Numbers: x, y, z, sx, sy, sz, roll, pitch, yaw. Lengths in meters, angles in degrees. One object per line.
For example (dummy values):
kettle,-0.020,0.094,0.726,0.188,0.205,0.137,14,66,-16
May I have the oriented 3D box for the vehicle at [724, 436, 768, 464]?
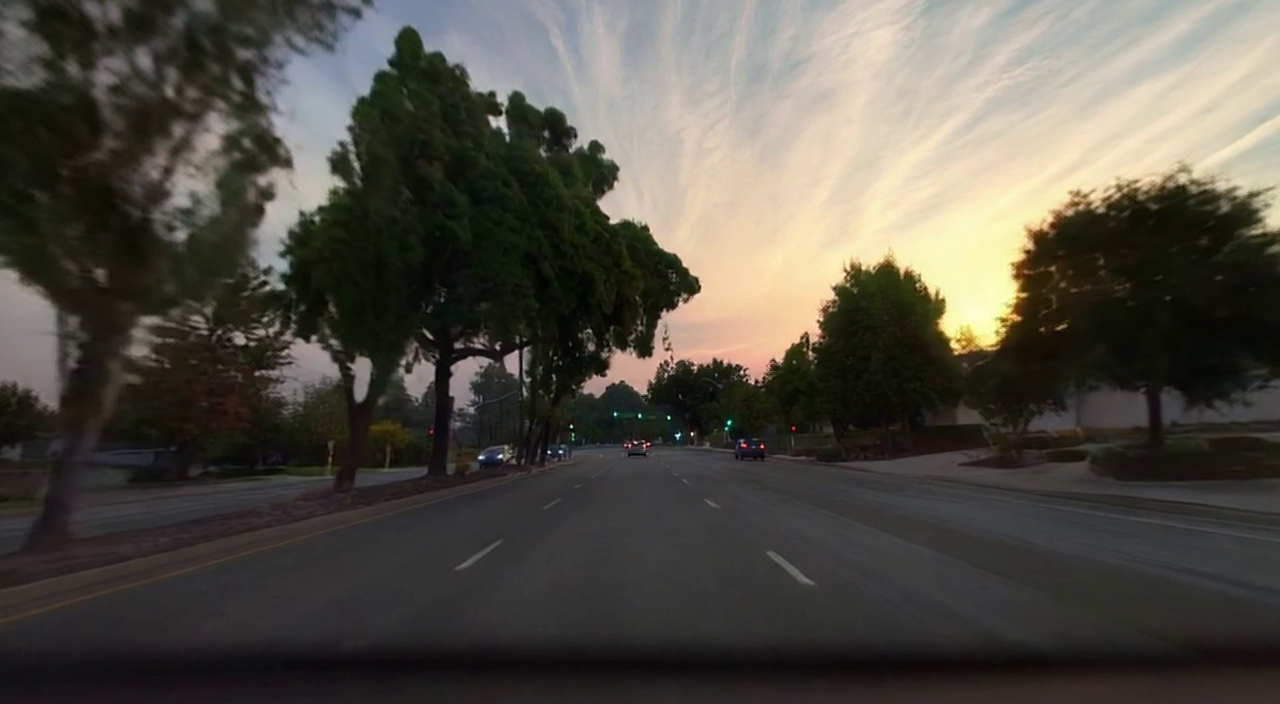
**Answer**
vehicle,6.753,6.324,40.746,2.011,1.710,4.357,0,-9,-2
